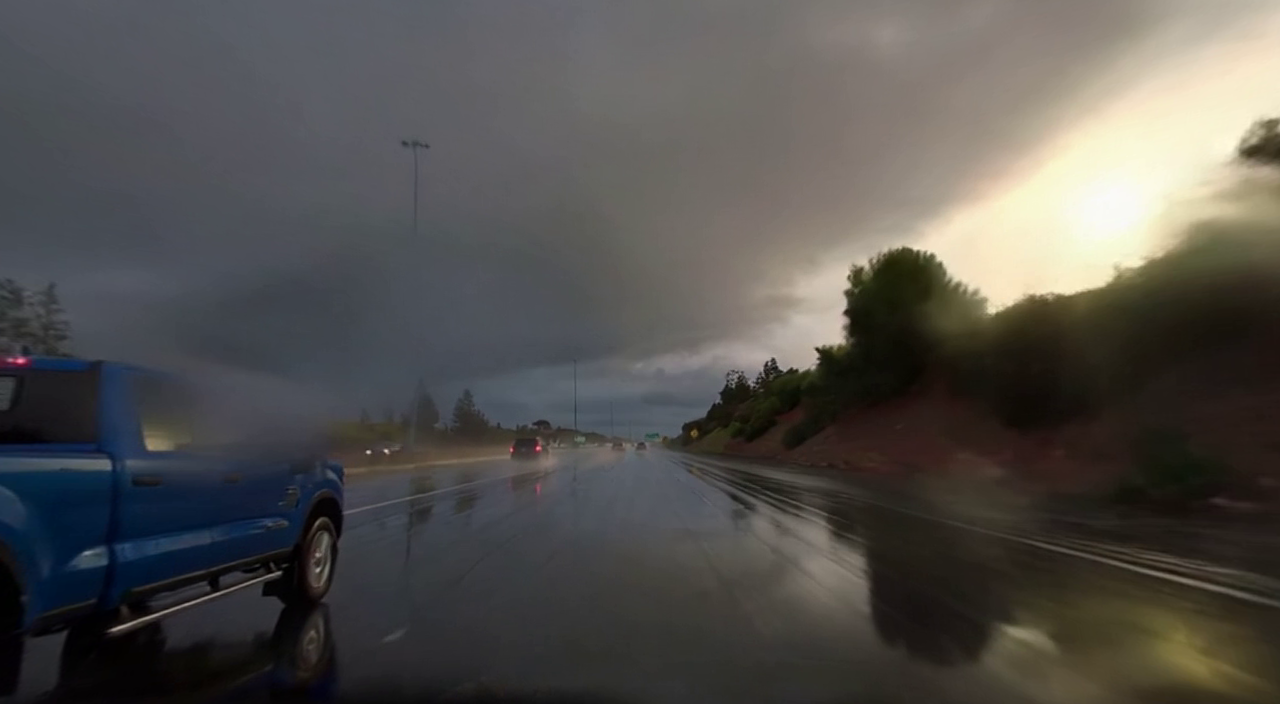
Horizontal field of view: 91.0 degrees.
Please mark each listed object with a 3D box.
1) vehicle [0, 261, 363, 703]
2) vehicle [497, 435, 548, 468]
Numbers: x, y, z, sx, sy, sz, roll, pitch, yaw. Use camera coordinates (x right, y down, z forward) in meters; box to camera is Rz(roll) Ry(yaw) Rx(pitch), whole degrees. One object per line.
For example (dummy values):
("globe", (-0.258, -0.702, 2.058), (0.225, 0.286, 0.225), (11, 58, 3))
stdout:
("vehicle", (-3.753, 0.664, 2.664), (2.339, 2.004, 6.171), (0, -9, 0))
("vehicle", (-7.398, 6.340, 40.224), (2.260, 1.917, 5.499), (0, -9, 0))
